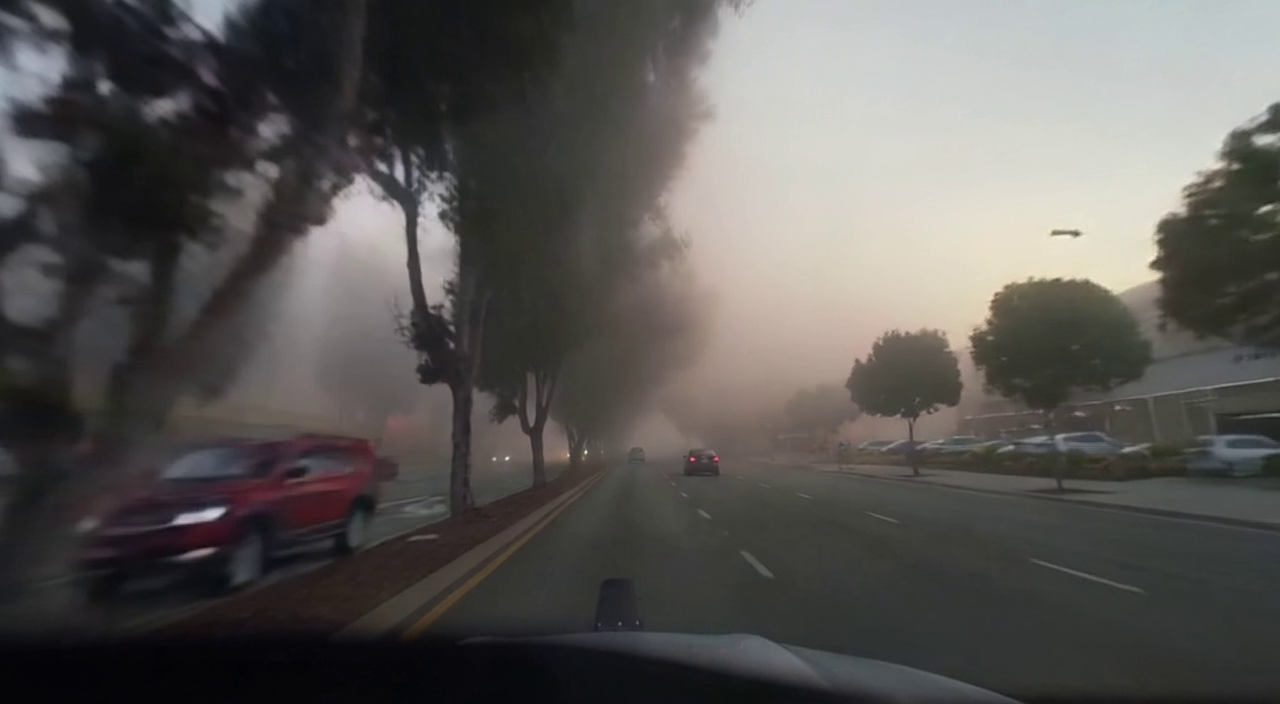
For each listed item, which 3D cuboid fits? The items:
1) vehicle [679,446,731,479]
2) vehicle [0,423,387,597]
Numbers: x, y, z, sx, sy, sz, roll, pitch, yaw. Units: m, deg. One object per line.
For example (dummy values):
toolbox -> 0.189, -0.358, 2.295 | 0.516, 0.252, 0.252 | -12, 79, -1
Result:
vehicle -> 3.115, 5.391, 31.084 | 1.983, 1.482, 4.463 | 0, -9, -2
vehicle -> -5.201, 1.831, 8.204 | 2.100, 1.639, 4.268 | 0, -9, -1
